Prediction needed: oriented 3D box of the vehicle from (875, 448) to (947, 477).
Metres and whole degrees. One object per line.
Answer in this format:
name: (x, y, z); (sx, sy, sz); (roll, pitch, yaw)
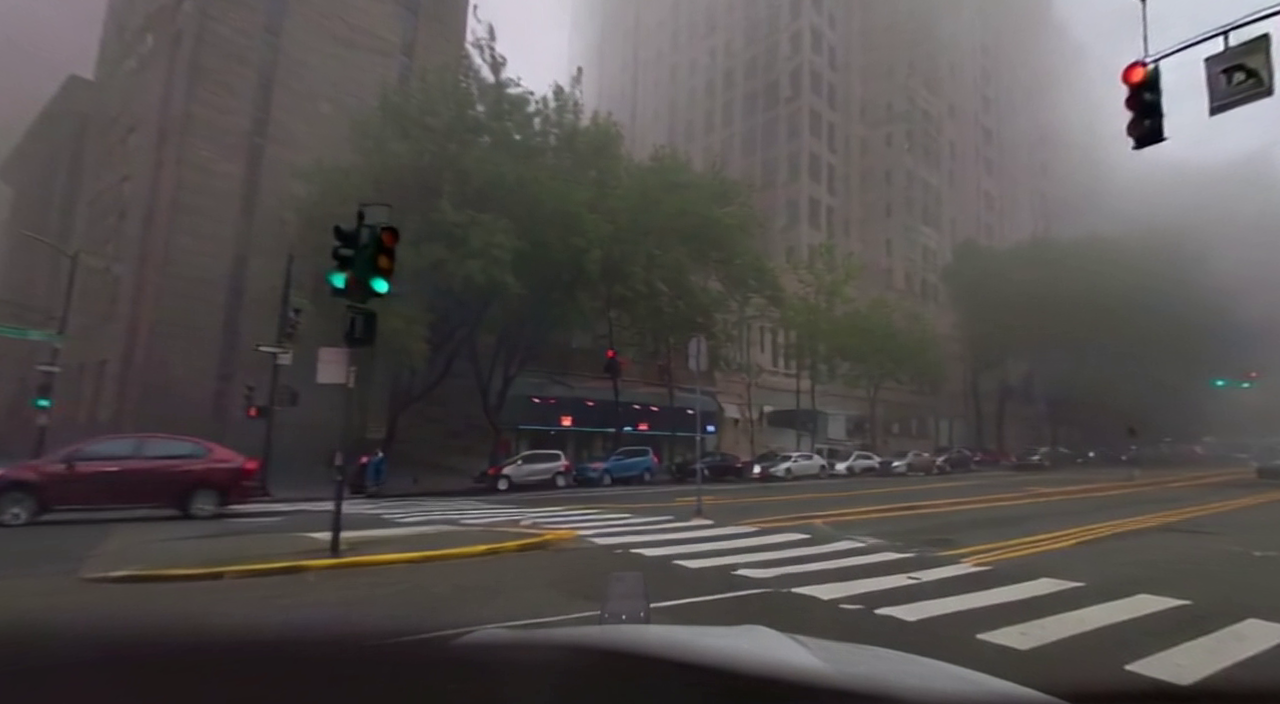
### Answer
vehicle: (16.974, 6.846, 39.465); (4.502, 1.696, 1.884); (6, -10, -33)

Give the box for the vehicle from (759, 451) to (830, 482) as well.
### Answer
vehicle: (8.353, 6.157, 34.011); (3.522, 1.546, 1.721); (6, -10, -34)

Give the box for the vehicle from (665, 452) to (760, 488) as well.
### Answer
vehicle: (3.538, 5.653, 30.528); (4.418, 1.556, 1.814); (6, -10, -34)

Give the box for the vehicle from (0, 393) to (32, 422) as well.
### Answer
vehicle: (-42.164, 3.680, 41.689); (1.891, 1.706, 4.441); (5, -10, -33)

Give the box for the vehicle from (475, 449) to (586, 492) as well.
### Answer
vehicle: (-4.367, 4.736, 25.506); (4.035, 1.586, 1.738); (6, -10, -34)

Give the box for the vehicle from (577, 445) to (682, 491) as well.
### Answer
vehicle: (-0.431, 5.096, 28.073); (4.289, 1.875, 1.963); (6, -10, -35)

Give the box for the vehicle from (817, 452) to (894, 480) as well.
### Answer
vehicle: (12.481, 6.546, 36.456); (4.494, 1.481, 1.783); (6, -10, -34)

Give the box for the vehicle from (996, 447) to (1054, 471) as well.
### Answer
vehicle: (28.890, 7.973, 47.242); (4.574, 1.700, 1.911); (6, -10, -34)

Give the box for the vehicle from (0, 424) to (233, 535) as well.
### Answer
vehicle: (-9.573, 2.061, 10.516); (4.291, 1.606, 1.859); (8, -12, -43)
